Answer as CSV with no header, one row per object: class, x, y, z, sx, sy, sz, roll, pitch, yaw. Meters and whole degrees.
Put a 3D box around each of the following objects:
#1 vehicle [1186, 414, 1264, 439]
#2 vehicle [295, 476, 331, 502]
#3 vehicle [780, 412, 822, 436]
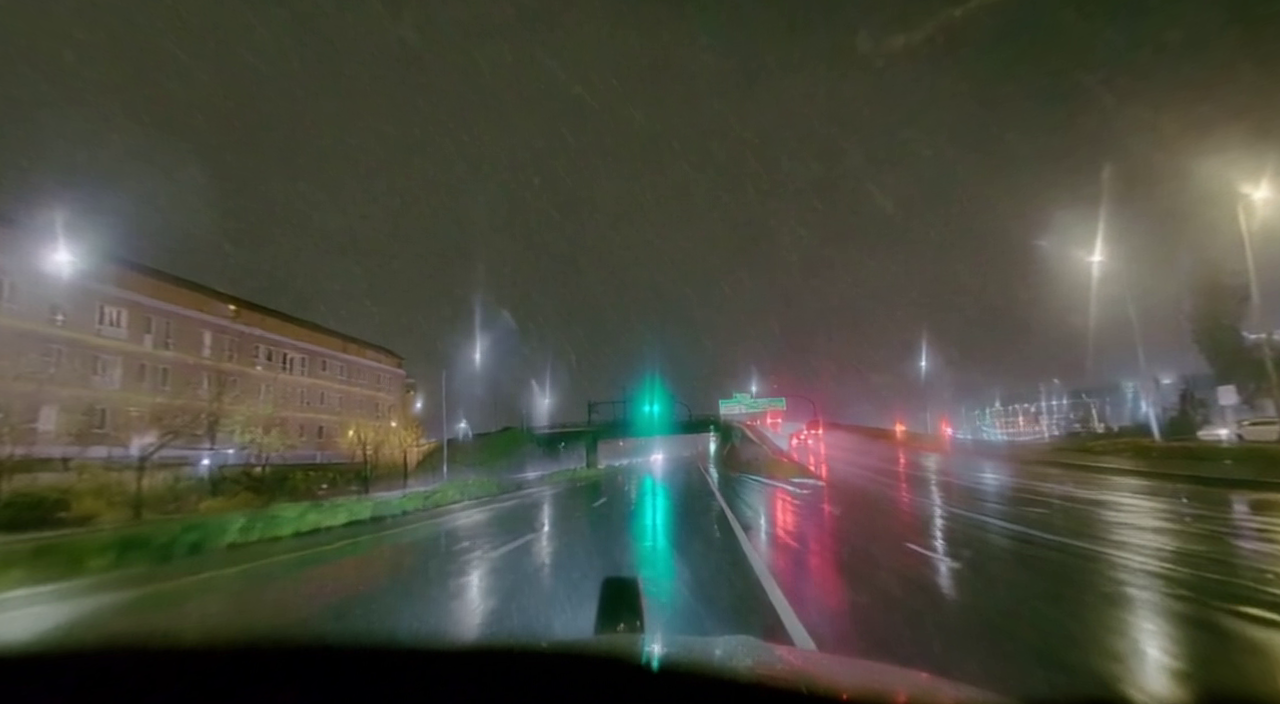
vehicle,43.829,5.611,47.450,1.744,1.705,4.514,-2,-8,5
vehicle,-22.851,9.550,44.228,2.105,1.469,4.514,3,-9,-26
vehicle,11.329,5.164,44.755,2.048,1.516,3.874,-1,-8,2
